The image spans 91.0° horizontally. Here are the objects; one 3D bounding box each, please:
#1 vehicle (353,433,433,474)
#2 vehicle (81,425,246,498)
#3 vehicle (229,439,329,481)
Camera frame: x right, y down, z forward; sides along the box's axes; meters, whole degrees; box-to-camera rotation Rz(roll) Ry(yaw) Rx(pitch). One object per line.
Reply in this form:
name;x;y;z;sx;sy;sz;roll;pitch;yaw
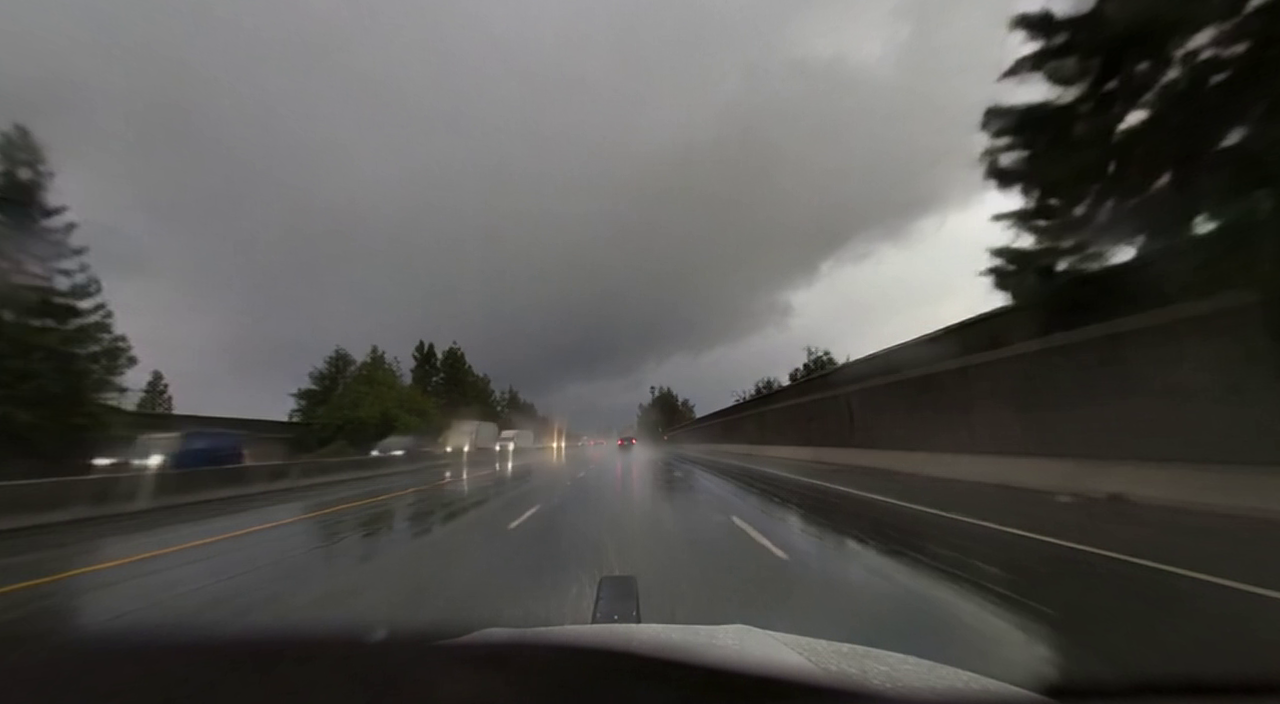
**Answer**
vehicle;-12.525;5.151;32.285;2.097;1.860;5.080;0;-8;-1
vehicle;-19.347;4.434;26.073;2.196;2.618;5.990;0;-8;-1
vehicle;-19.466;5.832;34.327;2.390;2.038;5.581;0;-8;-3
